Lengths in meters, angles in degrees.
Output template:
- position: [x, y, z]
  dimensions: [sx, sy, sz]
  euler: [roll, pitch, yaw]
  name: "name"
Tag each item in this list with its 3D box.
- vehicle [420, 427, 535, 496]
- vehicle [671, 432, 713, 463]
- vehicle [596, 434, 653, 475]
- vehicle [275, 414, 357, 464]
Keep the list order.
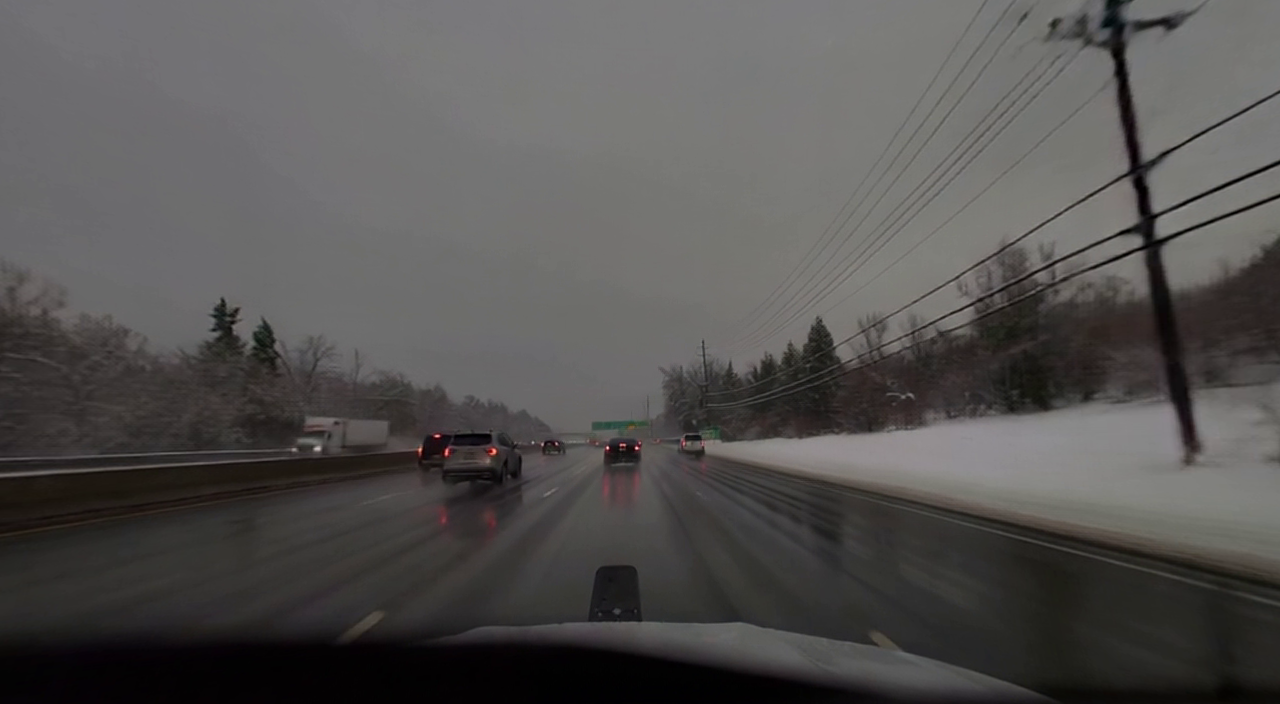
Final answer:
- position: [-4.187, 2.873, 17.081]
  dimensions: [1.901, 1.601, 4.610]
  euler: [0, -8, 0]
  name: "vehicle"
- position: [2.994, 5.577, 37.209]
  dimensions: [1.950, 1.695, 4.446]
  euler: [0, -8, -3]
  name: "vehicle"
- position: [-0.599, 3.986, 24.779]
  dimensions: [2.086, 1.488, 3.440]
  euler: [0, -8, -1]
  name: "vehicle"
- position: [-23.911, 6.462, 46.841]
  dimensions: [2.932, 3.425, 5.893]
  euler: [0, -8, -1]
  name: "vehicle"
